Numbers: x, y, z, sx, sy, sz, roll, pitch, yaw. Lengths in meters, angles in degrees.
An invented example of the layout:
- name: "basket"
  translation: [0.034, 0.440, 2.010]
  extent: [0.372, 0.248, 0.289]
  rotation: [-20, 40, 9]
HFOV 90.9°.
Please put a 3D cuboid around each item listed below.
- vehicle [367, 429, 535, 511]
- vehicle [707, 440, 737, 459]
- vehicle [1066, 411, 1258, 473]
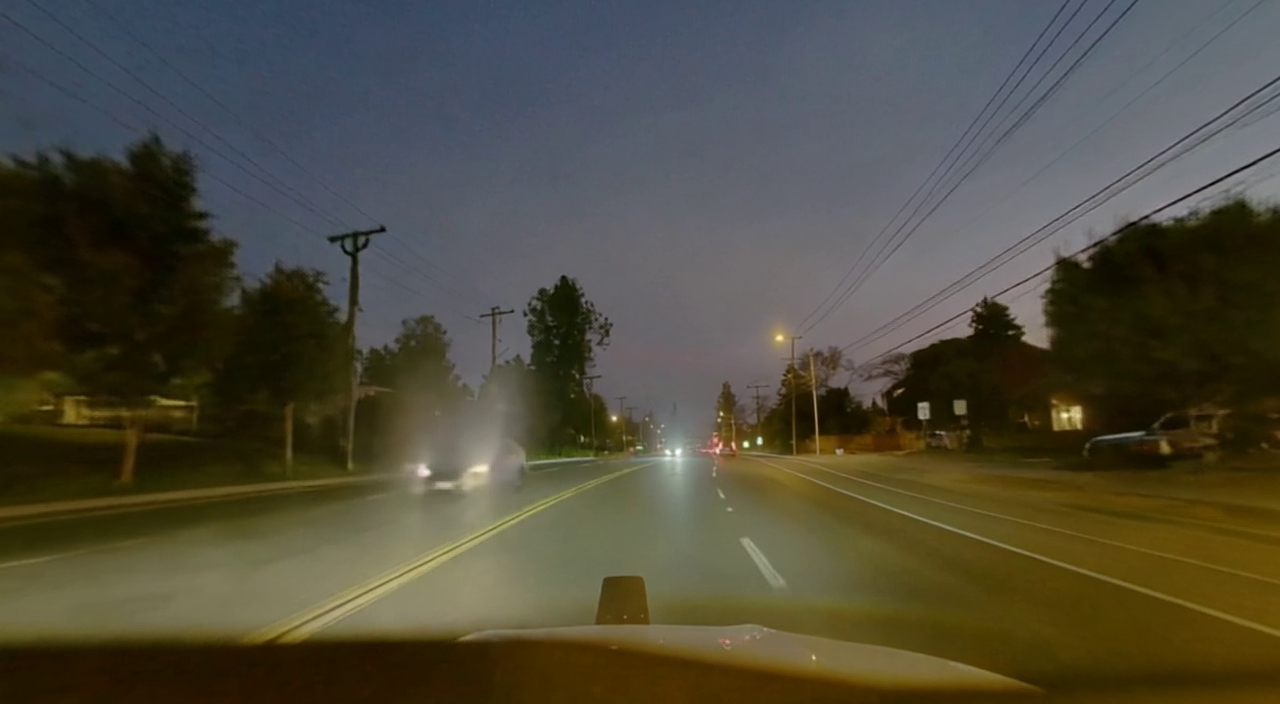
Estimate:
- name: "vehicle"
  translation: [-3.866, 2.512, 13.831]
  extent: [1.974, 1.479, 4.392]
  rotation: [-1, -9, 5]
- name: "vehicle"
  translation: [6.347, 7.639, 49.307]
  extent: [1.982, 1.451, 4.152]
  rotation: [-1, -9, 3]
- name: "vehicle"
  translation: [18.000, 3.190, 22.117]
  extent: [4.687, 1.805, 2.130]
  rotation: [-8, -11, 29]
